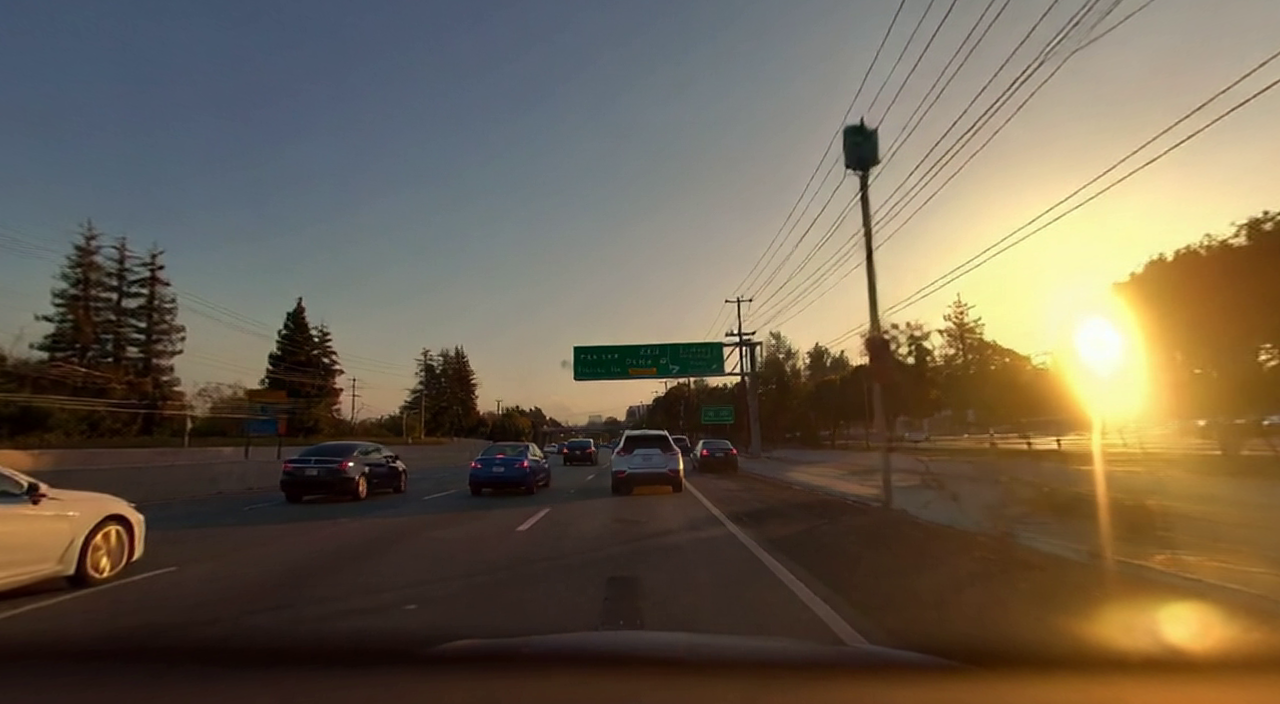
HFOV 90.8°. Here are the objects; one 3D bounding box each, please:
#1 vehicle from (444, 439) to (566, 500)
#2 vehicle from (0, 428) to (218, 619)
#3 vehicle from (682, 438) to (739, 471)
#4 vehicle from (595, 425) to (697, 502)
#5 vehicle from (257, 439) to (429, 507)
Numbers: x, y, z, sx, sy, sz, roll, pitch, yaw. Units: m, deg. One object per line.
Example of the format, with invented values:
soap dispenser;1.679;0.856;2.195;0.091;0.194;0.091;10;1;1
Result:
vehicle;-3.474;3.134;17.343;2.203;1.425;4.610;0;-8;2
vehicle;-5.890;1.357;5.145;1.958;1.447;4.454;0;-8;-2
vehicle;3.327;4.928;30.680;2.197;1.464;4.356;0;-8;-1
vehicle;0.154;2.808;16.241;2.284;1.699;4.168;0;-8;0
vehicle;-7.104;2.914;15.789;1.959;1.435;4.719;0;-8;1
